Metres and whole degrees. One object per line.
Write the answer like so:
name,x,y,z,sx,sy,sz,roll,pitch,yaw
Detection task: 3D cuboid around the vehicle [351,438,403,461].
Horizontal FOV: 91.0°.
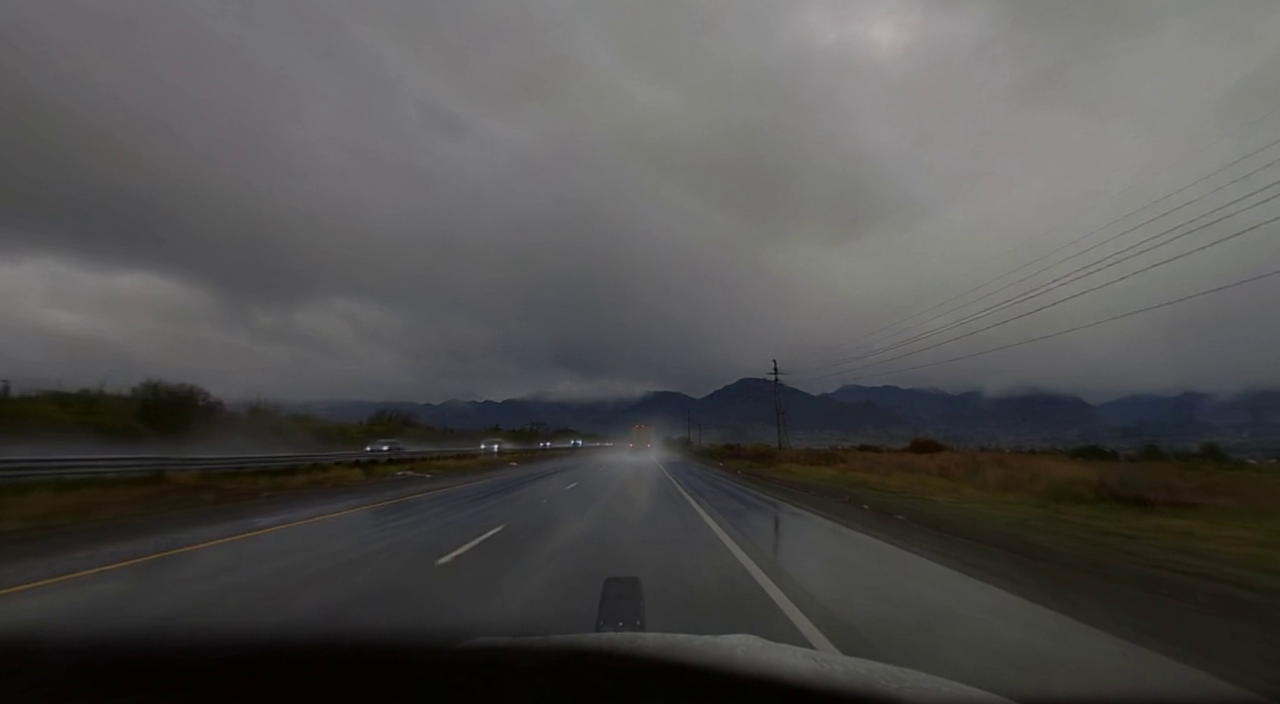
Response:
vehicle,-20.769,7.738,49.896,1.999,1.691,4.714,0,-8,2
